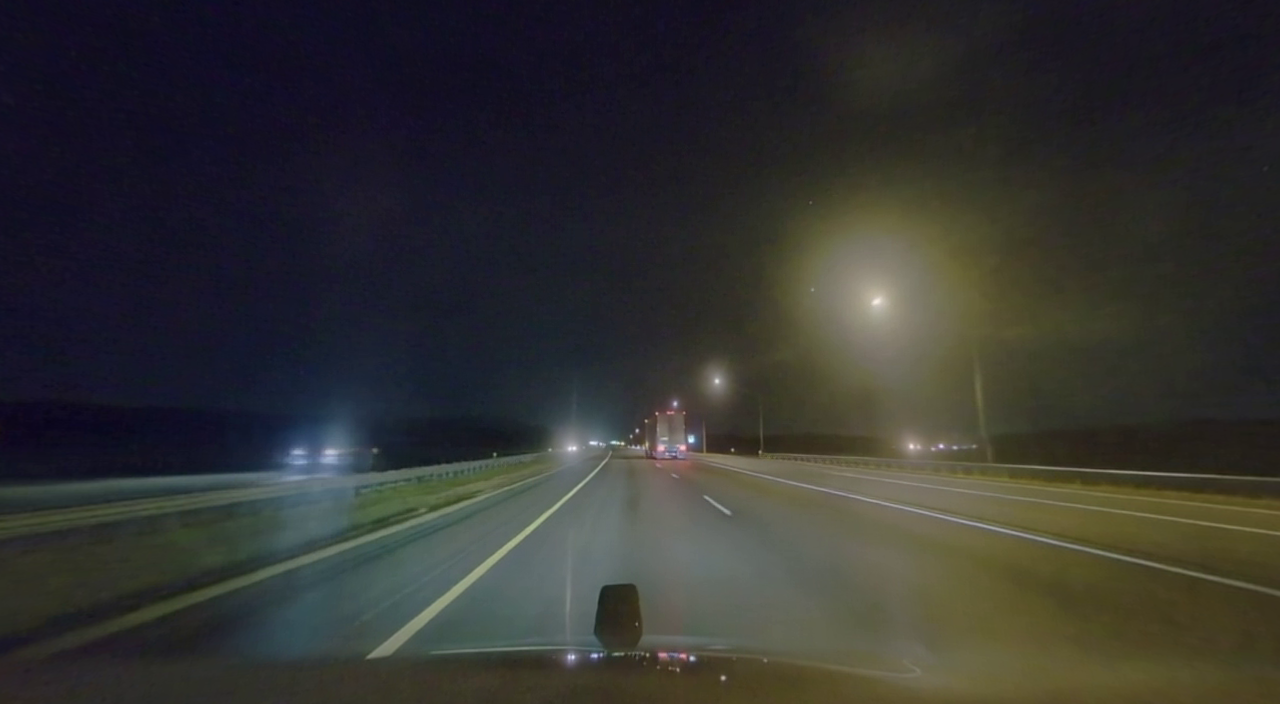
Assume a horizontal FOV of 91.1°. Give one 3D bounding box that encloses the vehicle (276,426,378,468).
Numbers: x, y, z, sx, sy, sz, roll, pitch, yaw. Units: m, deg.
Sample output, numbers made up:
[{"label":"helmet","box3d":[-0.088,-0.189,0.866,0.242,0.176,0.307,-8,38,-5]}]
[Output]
[{"label":"vehicle","box3d":[-12.851,3.978,26.185,1.936,1.578,4.596,0,-9,-1]}]
